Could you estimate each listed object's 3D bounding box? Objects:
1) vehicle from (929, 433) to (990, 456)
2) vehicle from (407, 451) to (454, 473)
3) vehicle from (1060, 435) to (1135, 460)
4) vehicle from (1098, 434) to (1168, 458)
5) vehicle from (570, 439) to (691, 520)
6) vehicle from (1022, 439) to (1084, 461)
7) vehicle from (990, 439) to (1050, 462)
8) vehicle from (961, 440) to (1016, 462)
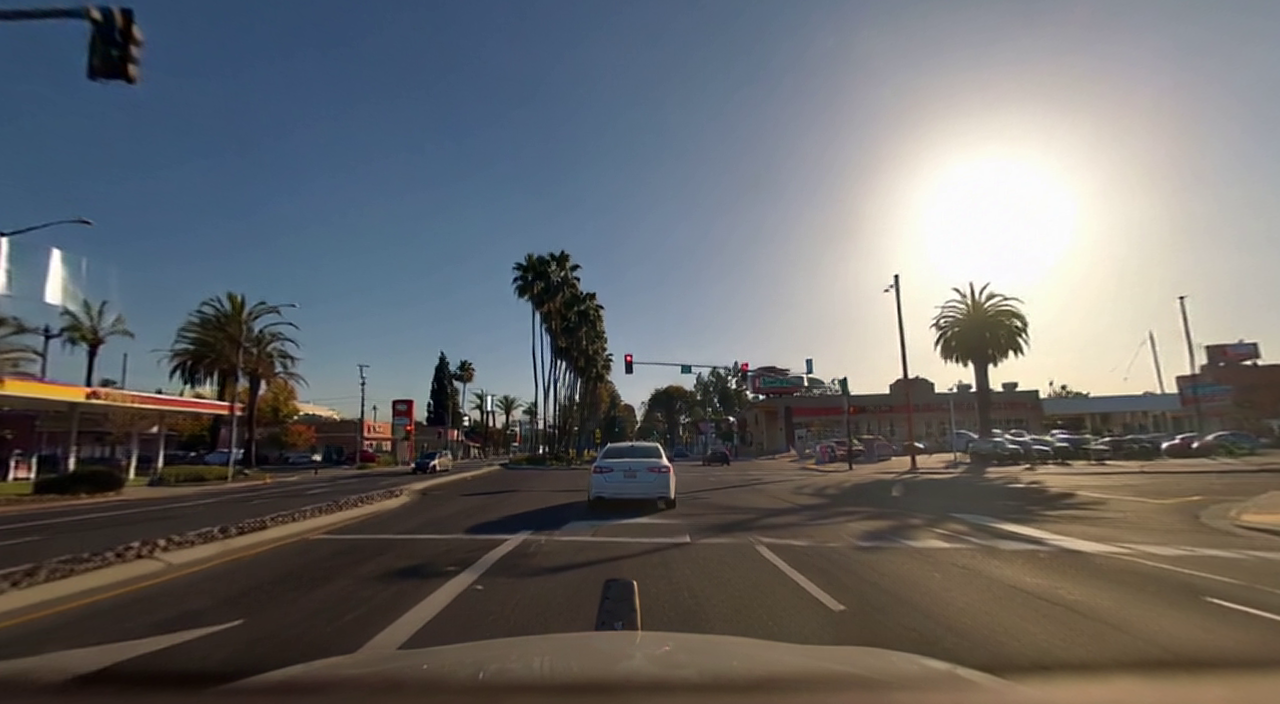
[{"bbox_3d":[24.736,7.168,49.035,3.783,1.560,1.853,-5,-10,14],"label":"vehicle"},{"bbox_3d":[-15.499,8.111,46.967,1.896,1.508,4.659,0,-8,-1],"label":"vehicle"},{"bbox_3d":[31.934,6.696,44.282,1.903,1.630,4.320,0,-8,-1],"label":"vehicle"},{"bbox_3d":[34.561,6.605,44.413,1.824,1.643,3.789,0,-8,-1],"label":"vehicle"},{"bbox_3d":[-0.167,2.731,14.145,2.270,1.475,4.571,0,-8,0],"label":"vehicle"},{"bbox_3d":[28.975,6.882,44.452,1.848,1.467,3.941,-1,-8,3],"label":"vehicle"},{"bbox_3d":[26.509,6.887,44.227,1.923,1.501,3.849,-1,-8,2],"label":"vehicle"},{"bbox_3d":[24.441,6.941,44.466,1.738,1.462,3.609,0,-8,-1],"label":"vehicle"}]
